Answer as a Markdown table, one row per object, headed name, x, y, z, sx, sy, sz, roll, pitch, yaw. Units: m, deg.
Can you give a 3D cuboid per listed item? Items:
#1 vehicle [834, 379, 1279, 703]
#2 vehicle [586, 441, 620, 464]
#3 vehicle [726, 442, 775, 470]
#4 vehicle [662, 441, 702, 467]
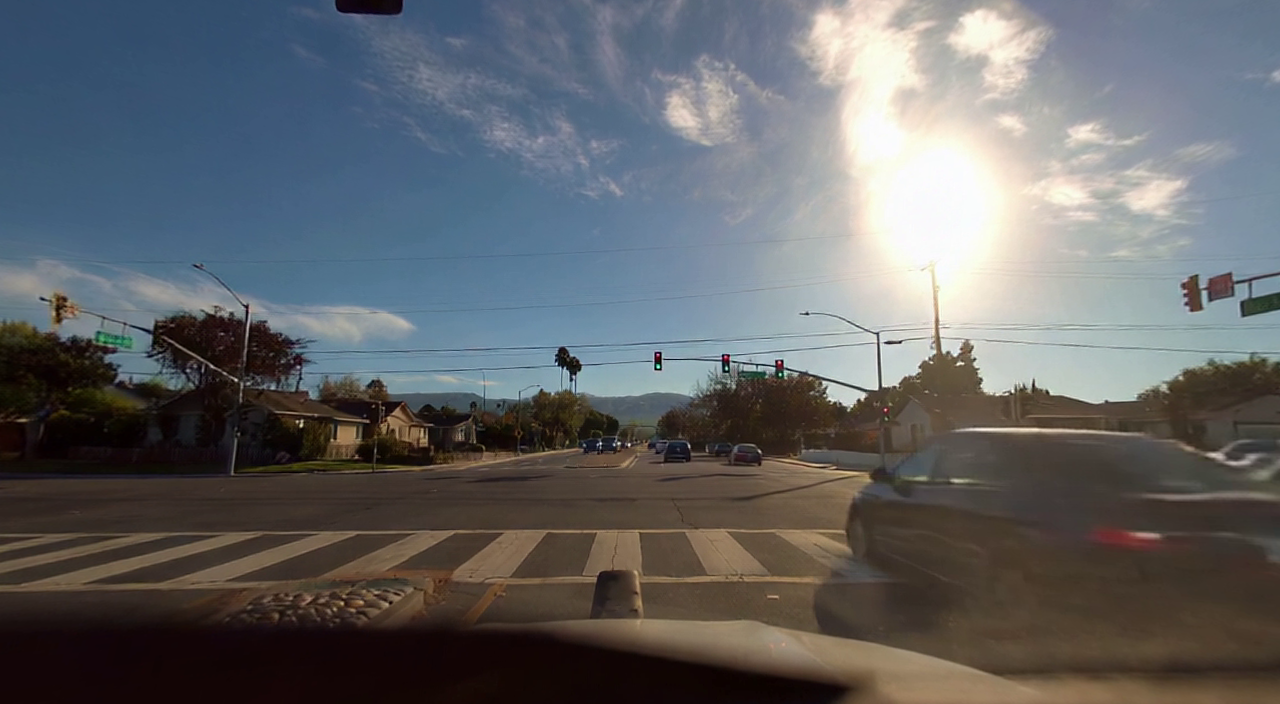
| name | x | y | z | sx | sy | sz | roll | pitch | yaw |
| --- | --- | --- | --- | --- | --- | --- | --- | --- | --- |
| vehicle | 2.977 | 1.091 | 3.560 | 2.142 | 1.506 | 4.948 | 0 | -9 | -1 |
| vehicle | -2.417 | 6.711 | 42.277 | 2.045 | 1.484 | 3.991 | 0 | -9 | 0 |
| vehicle | 6.240 | 5.933 | 36.177 | 1.908 | 1.450 | 4.564 | 0 | -9 | -1 |
| vehicle | 2.499 | 6.269 | 38.963 | 2.079 | 1.473 | 4.748 | 0 | -9 | -1 |
